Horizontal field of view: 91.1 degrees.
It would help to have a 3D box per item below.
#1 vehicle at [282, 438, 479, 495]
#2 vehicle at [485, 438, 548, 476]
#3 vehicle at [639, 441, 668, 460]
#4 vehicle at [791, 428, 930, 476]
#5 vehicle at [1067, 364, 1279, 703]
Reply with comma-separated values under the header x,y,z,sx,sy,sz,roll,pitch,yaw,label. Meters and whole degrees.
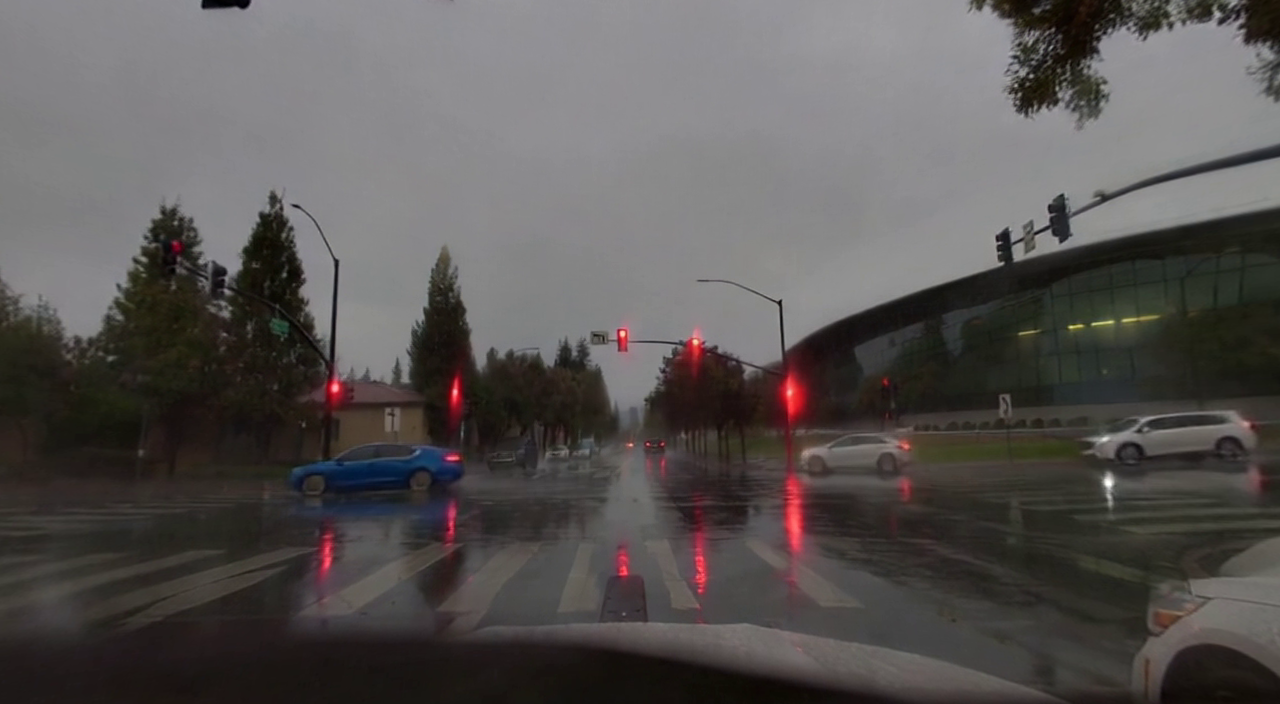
x,y,z,sx,sy,sz,roll,pitch,yaw,label
-7.030,3.129,17.391,4.613,1.443,1.883,0,-8,0,vehicle
-5.945,5.102,30.752,2.115,1.690,4.322,0,-8,1,vehicle
1.033,7.757,49.657,2.031,1.442,4.446,0,-8,-2,vehicle
8.239,3.744,23.548,4.551,1.625,2.053,-5,-10,29,vehicle
2.889,0.675,0.838,1.947,1.576,3.825,0,-8,1,vehicle
